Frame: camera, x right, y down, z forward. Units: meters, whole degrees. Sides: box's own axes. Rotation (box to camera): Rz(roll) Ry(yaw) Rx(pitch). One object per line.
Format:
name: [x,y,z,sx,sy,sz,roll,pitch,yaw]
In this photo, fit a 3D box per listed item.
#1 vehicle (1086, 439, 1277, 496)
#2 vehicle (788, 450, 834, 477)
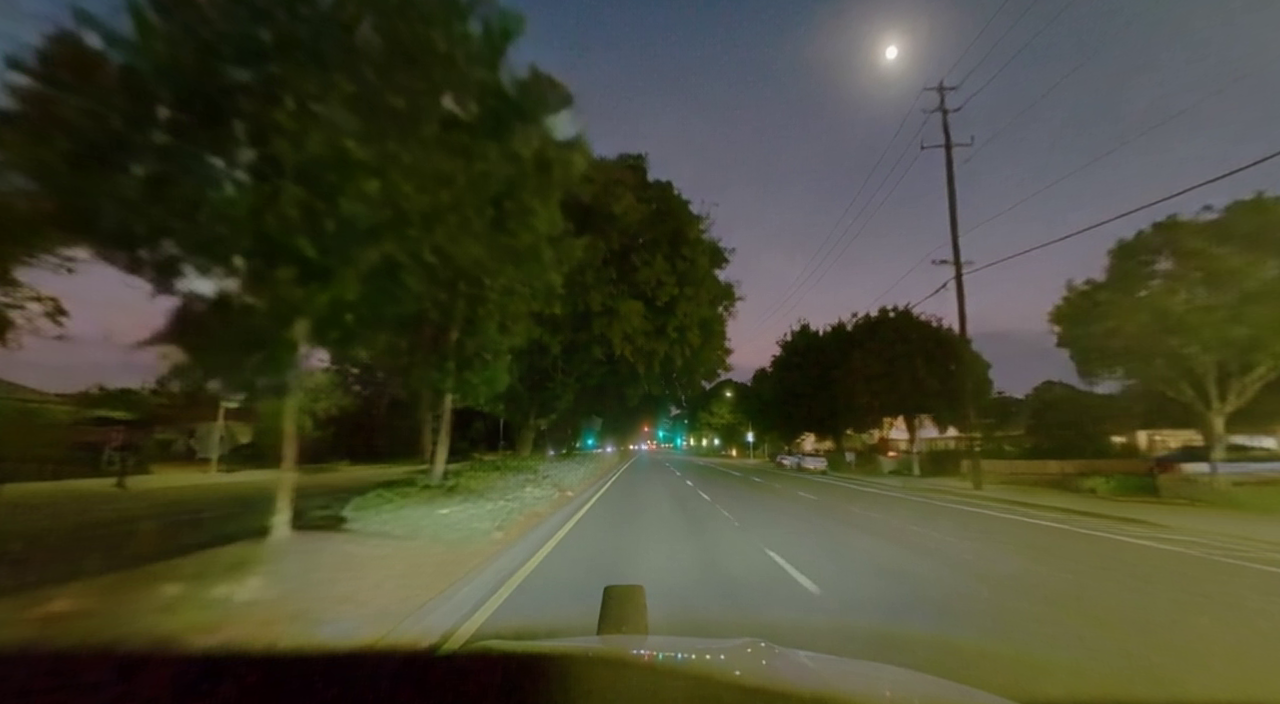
vehicle: [19.148,4.084,22.514,4.655,1.921,2.231,0,-8,1]
vehicle: [11.897,7.770,44.081,2.061,1.575,4.098,5,-8,1]
